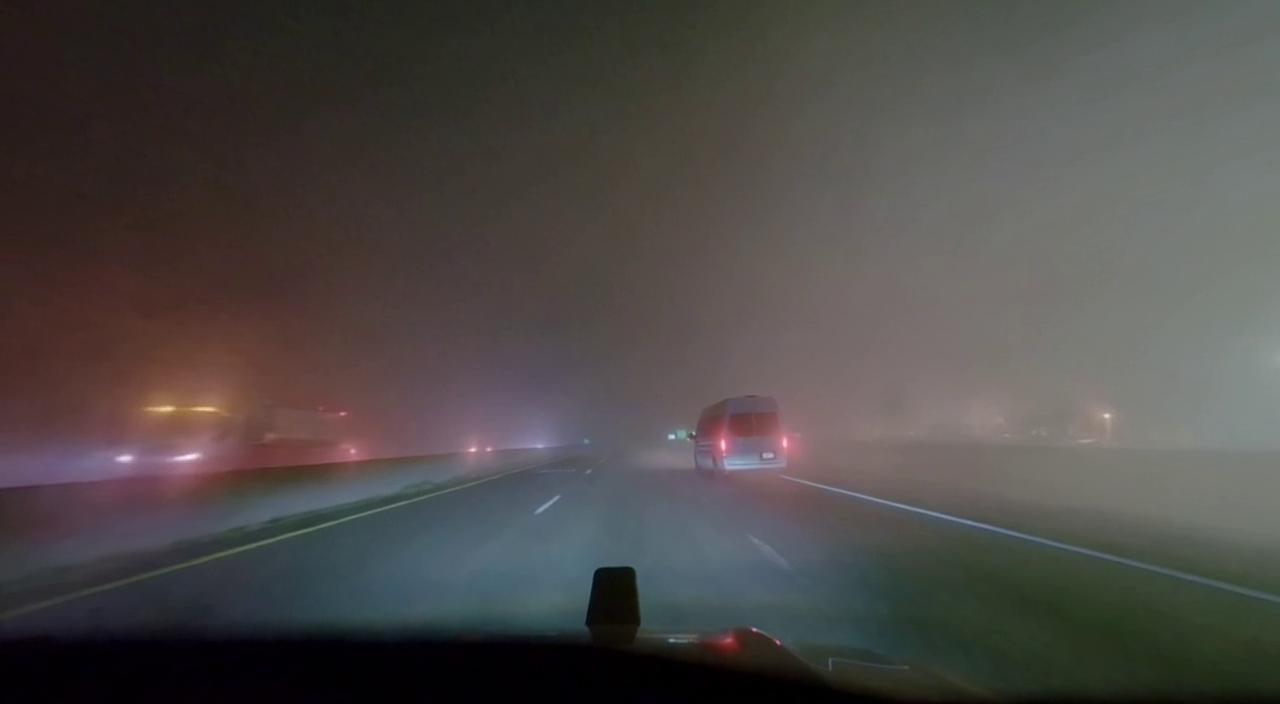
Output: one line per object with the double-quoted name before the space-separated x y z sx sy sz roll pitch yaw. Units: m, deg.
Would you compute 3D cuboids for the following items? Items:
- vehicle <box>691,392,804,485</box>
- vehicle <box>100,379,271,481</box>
"vehicle" 3.374 2.998 21.682 2.431 2.667 6.921 0 -8 -2
"vehicle" -20.166 3.568 28.540 3.147 4.064 6.027 0 -8 -1
